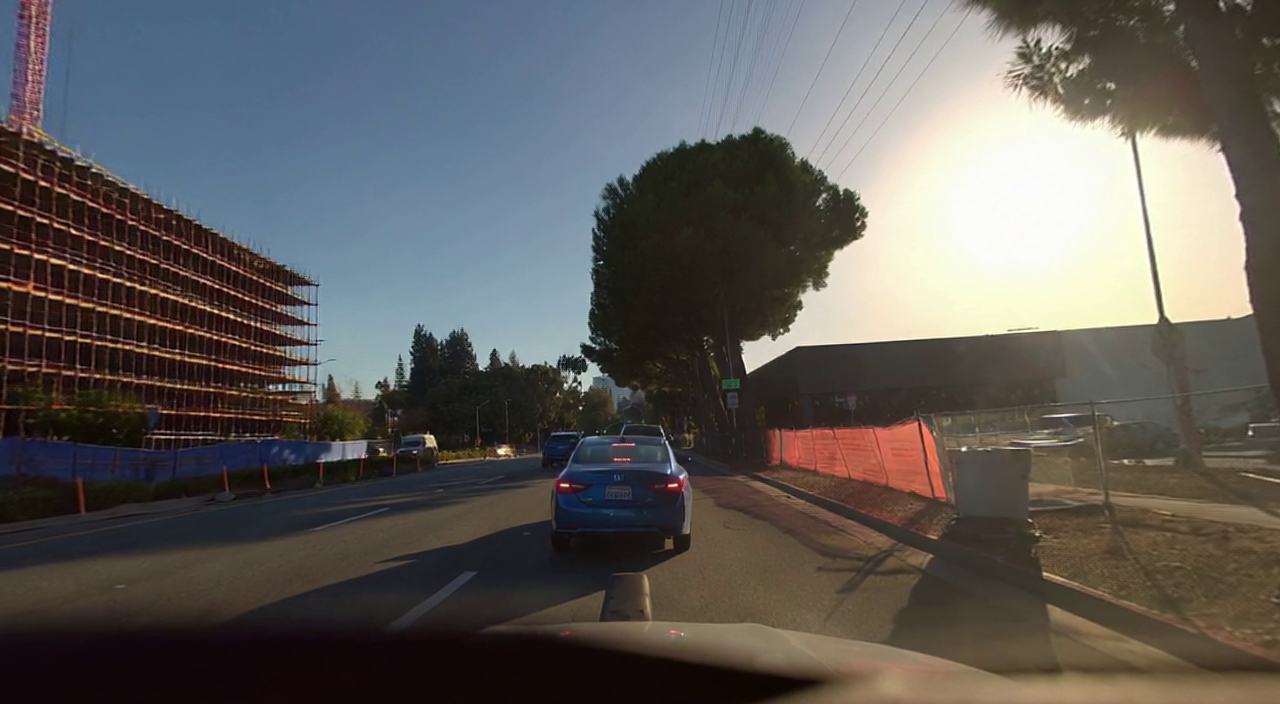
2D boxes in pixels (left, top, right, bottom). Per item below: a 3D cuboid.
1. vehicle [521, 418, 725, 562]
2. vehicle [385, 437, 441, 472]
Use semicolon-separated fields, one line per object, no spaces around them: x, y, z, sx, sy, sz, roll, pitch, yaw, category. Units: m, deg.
-0.180;1.737;8.660;2.112;1.482;4.076;0;-8;0;vehicle
-10.409;4.638;28.696;2.072;1.465;4.394;3;-9;-23;vehicle
